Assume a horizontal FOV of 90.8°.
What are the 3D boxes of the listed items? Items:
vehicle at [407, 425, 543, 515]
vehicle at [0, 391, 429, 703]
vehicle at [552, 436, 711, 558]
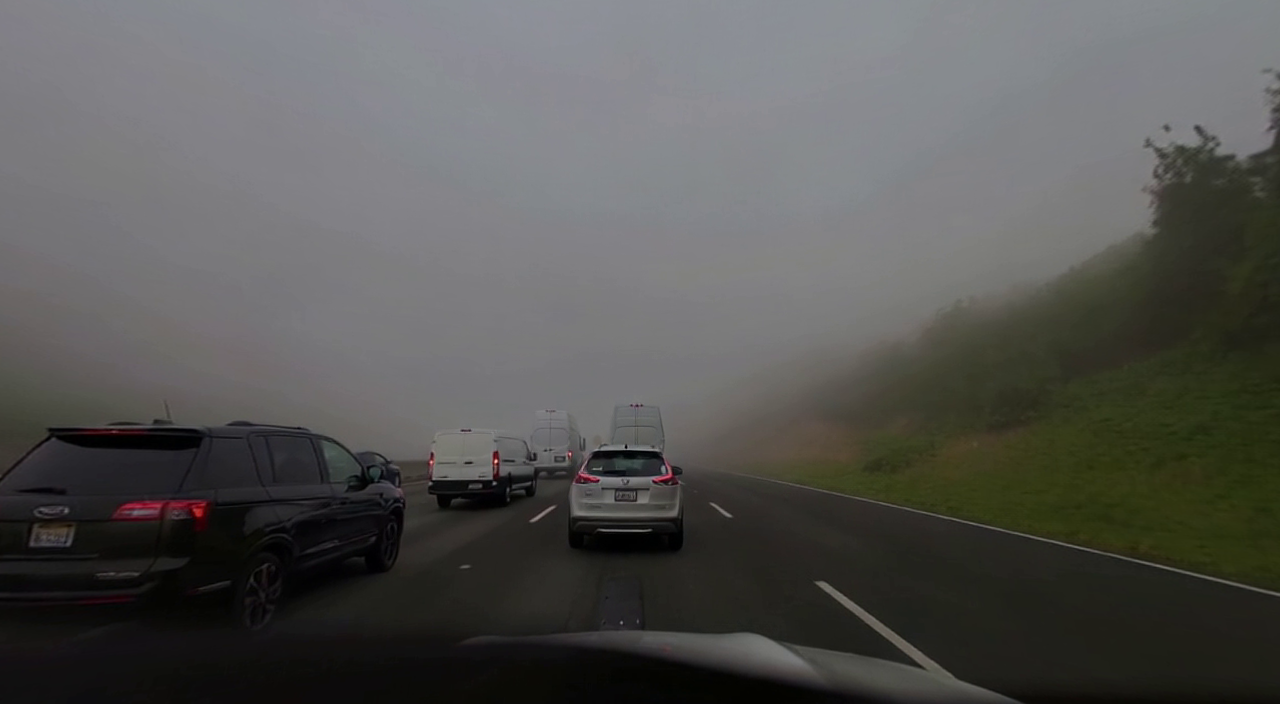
[{"bbox_3d":[-3.937,2.924,16.018,2.055,1.913,4.584,-1,-9,2],"label":"vehicle"},{"bbox_3d":[-3.681,1.390,5.639,2.029,1.656,4.437,-1,-9,0],"label":"vehicle"},{"bbox_3d":[-0.112,2.079,9.654,1.995,1.495,3.380,0,-9,0],"label":"vehicle"}]
